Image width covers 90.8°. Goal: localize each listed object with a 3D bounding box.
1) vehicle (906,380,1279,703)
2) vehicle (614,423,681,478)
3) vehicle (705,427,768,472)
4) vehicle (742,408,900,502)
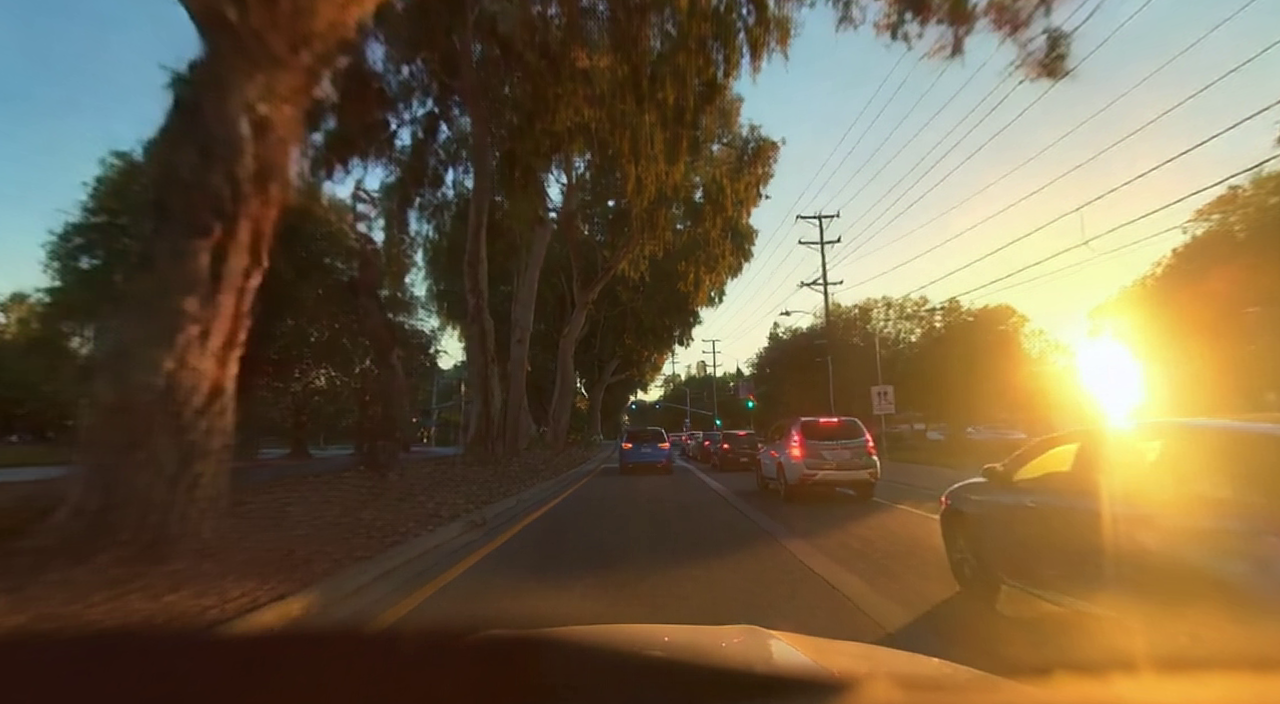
[{"bbox_3d":[3.727,1.097,4.333,1.881,1.512,4.294,-1,-8,-1],"label":"vehicle"},{"bbox_3d":[0.237,3.483,22.610,2.163,1.746,4.073,-1,-8,0],"label":"vehicle"},{"bbox_3d":[3.758,3.871,25.307,1.923,1.653,3.703,-1,-8,0],"label":"vehicle"},{"bbox_3d":[4.025,2.412,15.156,2.254,1.840,4.918,0,-8,-1],"label":"vehicle"}]
